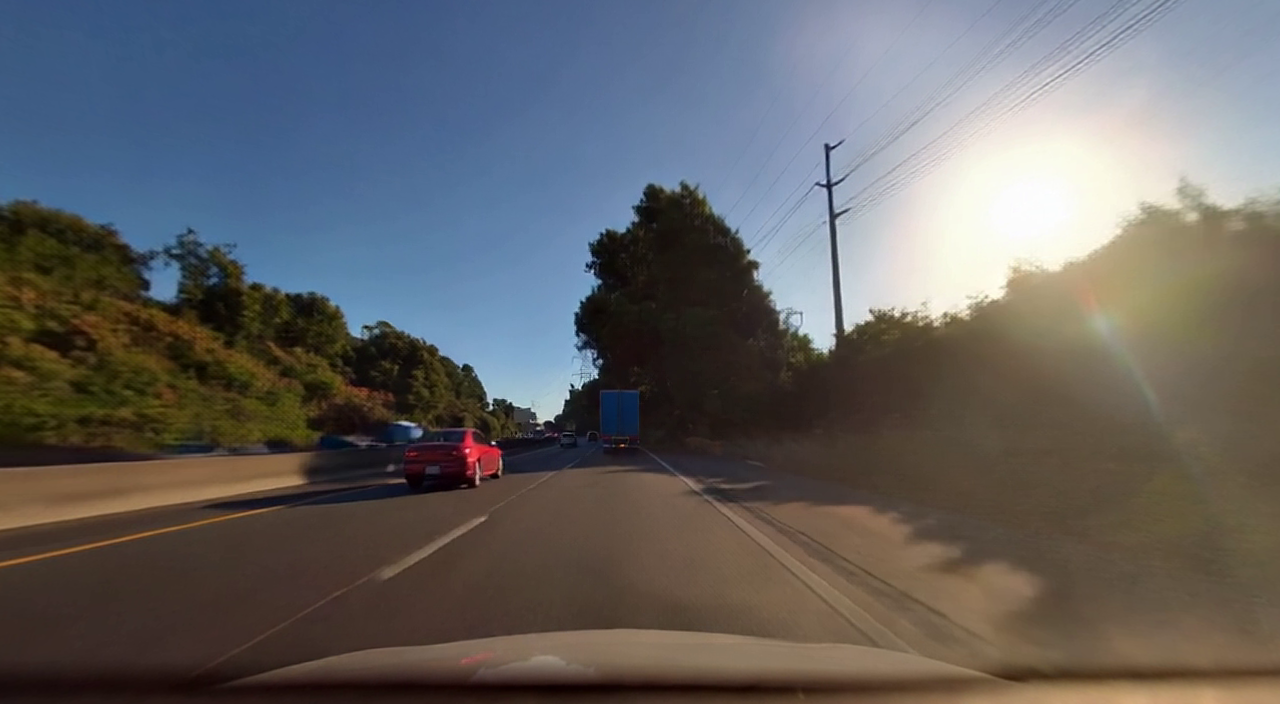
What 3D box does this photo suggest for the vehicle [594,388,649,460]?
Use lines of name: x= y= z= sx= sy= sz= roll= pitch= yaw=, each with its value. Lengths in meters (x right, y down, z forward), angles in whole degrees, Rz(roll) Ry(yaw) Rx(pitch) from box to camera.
vehicle: x=-1.122 y=4.524 z=38.865 sx=2.955 sy=3.851 sz=9.915 roll=0 pitch=-8 yaw=-2

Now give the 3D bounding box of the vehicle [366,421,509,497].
vehicle: x=-4.803 y=2.589 z=15.751 sx=2.117 sy=1.618 sz=4.480 roll=0 pitch=-8 yaw=-1
